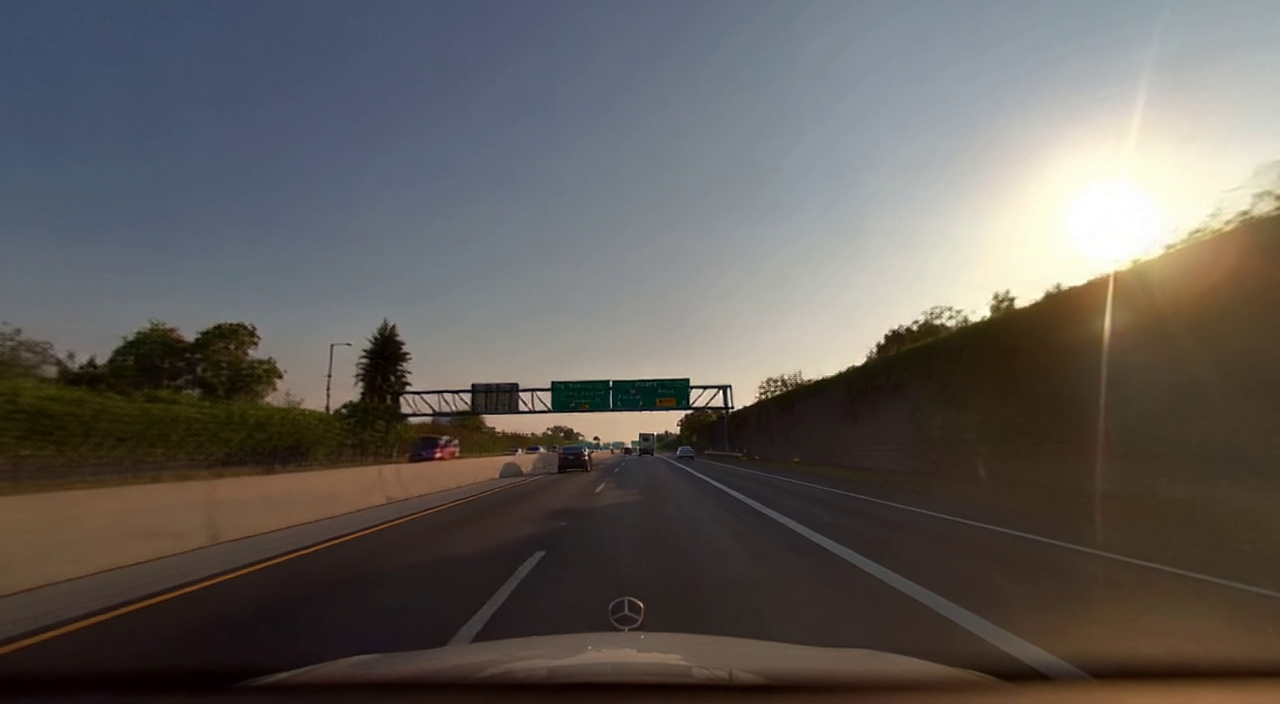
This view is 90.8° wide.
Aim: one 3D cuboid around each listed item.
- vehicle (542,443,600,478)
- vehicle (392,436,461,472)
[{"bbox_3d":[-3.028,4.873,28.589,2.020,1.475,4.434,0,-9,1],"label":"vehicle"},{"bbox_3d":[-11.872,5.703,35.490,2.075,1.873,4.972,0,-9,1],"label":"vehicle"}]
